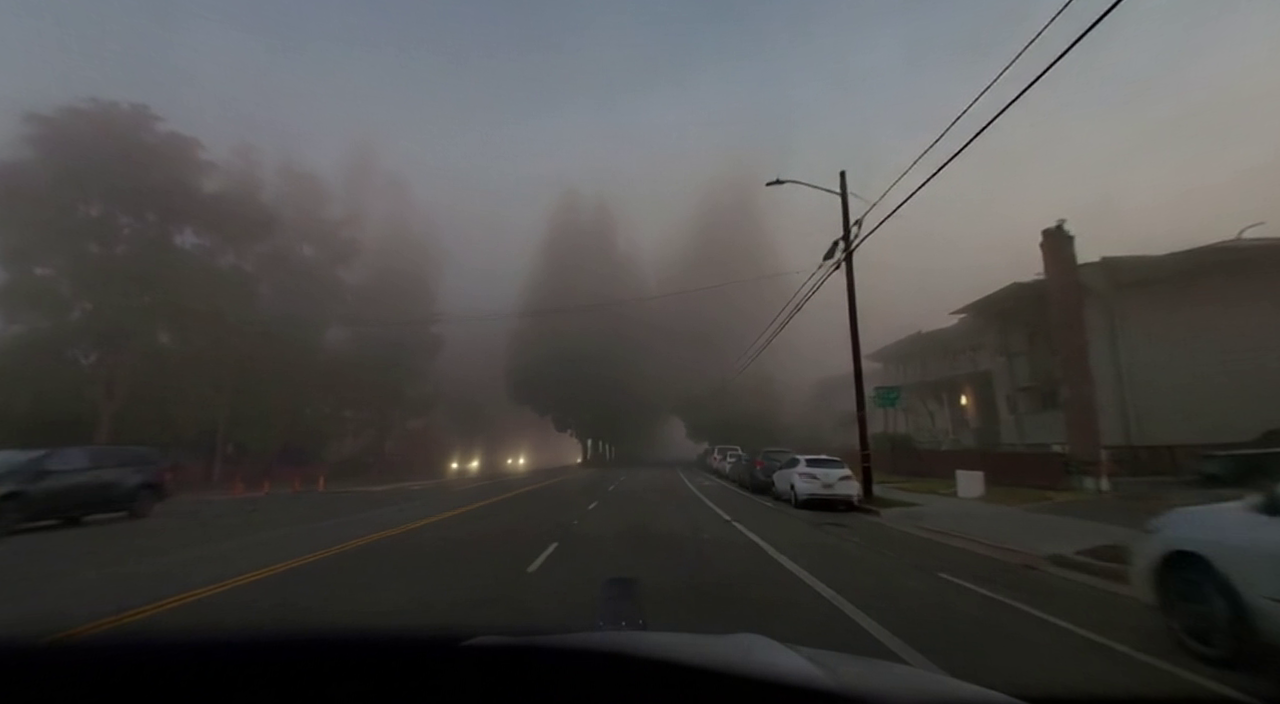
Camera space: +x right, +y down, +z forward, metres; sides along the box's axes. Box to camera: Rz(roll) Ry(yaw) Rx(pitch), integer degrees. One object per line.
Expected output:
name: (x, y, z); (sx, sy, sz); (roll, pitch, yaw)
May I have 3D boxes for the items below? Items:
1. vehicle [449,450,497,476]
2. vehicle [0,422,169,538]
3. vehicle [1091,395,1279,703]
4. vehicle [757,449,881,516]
vehicle: (-12.250, 8.144, 46.567); (2.045, 1.712, 4.511); (-1, -8, 3)
vehicle: (-13.297, 2.636, 13.313); (2.469, 2.157, 5.373); (-1, -8, 1)
vehicle: (4.525, 0.903, 2.374); (2.128, 1.635, 4.602); (0, -8, -2)
vehicle: (4.352, 3.218, 16.169); (1.833, 1.399, 4.727); (-1, -8, 1)
